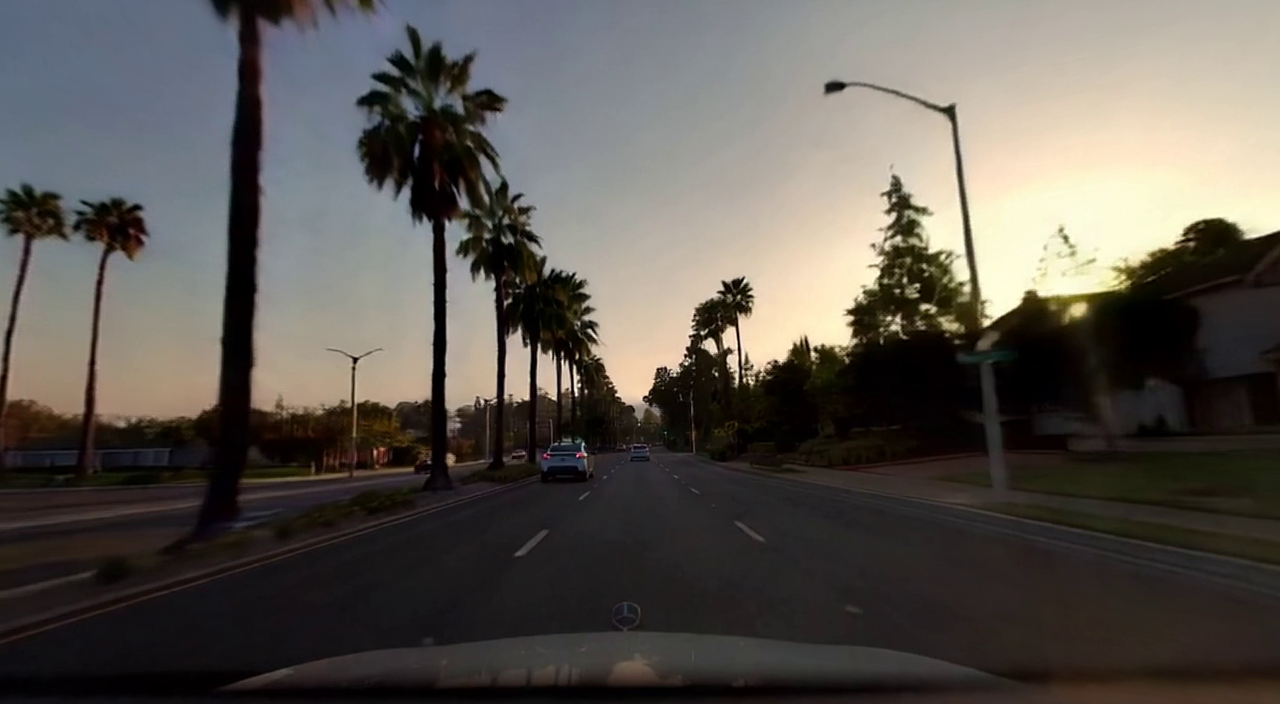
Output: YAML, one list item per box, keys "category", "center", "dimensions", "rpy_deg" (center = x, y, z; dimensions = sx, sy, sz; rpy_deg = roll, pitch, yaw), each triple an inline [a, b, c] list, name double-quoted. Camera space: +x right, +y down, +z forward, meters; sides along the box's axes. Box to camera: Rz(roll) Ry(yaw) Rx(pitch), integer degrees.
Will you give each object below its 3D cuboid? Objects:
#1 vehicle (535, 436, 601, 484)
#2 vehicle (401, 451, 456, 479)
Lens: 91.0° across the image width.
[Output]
- category: "vehicle"
  center: [-3.196, 4.990, 29.350]
  dimensions: [2.370, 1.968, 5.698]
  rpy_deg: [0, -9, 0]
- category: "vehicle"
  center: [-14.253, 7.595, 42.707]
  dimensions: [2.022, 1.756, 4.670]
  rpy_deg: [0, -9, 1]
